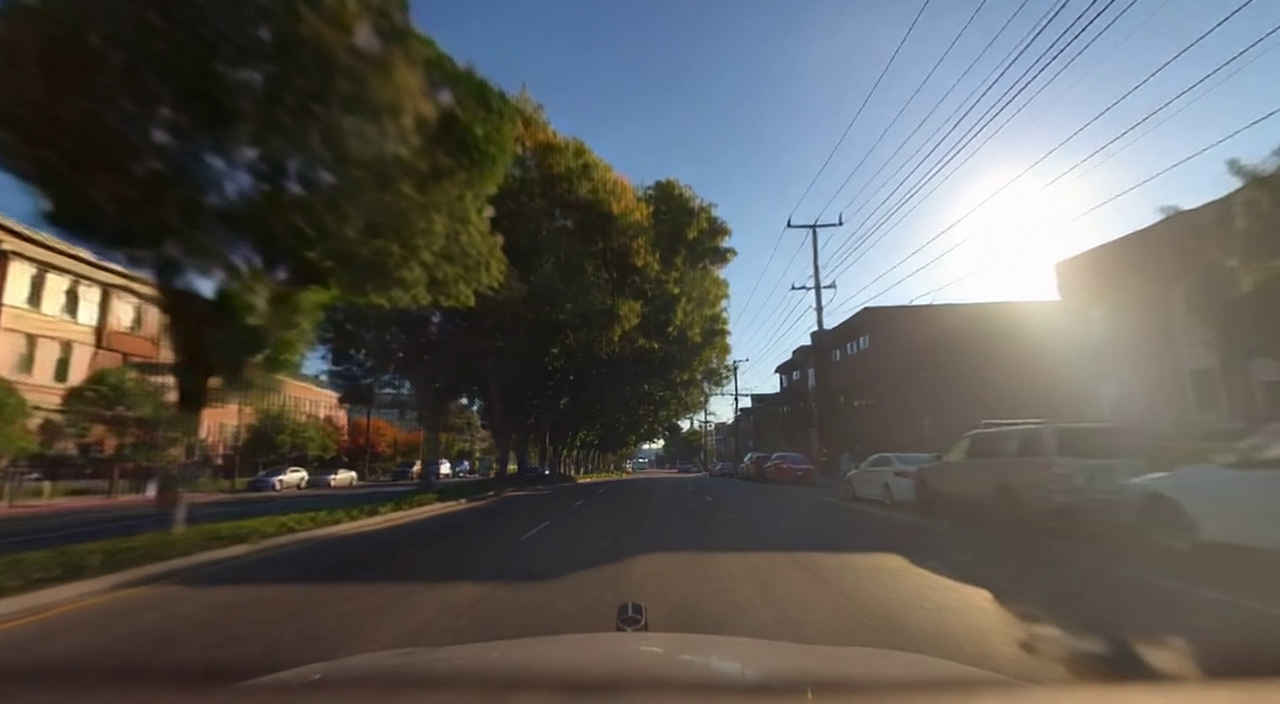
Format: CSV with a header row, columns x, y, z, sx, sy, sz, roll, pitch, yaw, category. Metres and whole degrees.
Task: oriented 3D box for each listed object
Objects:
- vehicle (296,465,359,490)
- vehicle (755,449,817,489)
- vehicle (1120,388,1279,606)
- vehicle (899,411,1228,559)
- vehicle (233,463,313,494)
x,y,z,sx,sy,sz,roll,pitch,yaw,category
-22.048,8.868,44.678,1.921,1.508,4.738,0,-8,1,vehicle
7.198,5.768,31.539,1.998,1.819,4.621,0,-8,1,vehicle
6.728,1.179,4.868,2.148,1.904,4.910,0,-8,0,vehicle
6.701,2.148,11.012,2.163,1.949,5.158,0,-8,0,vehicle
-22.215,7.669,38.373,1.966,1.595,4.719,0,-8,1,vehicle
